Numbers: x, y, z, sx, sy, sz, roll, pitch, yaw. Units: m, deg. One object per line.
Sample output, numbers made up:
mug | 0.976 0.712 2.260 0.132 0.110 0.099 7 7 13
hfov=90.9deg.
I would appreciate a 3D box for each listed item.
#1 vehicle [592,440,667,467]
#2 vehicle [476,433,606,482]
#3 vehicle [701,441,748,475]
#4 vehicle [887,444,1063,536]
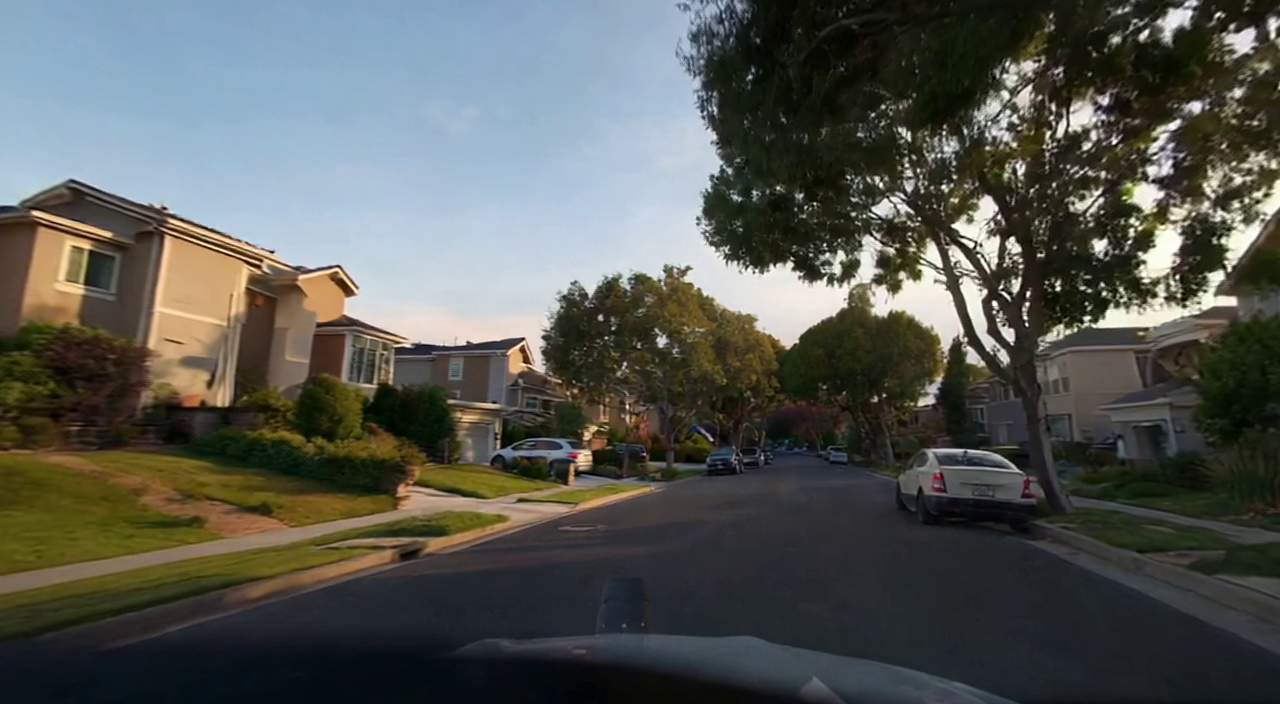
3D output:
vehicle | -0.659 6.505 40.544 4.414 1.658 1.988 -2 -9 14
vehicle | -3.783 4.010 24.238 4.480 1.740 1.988 -3 -9 20
vehicle | 4.566 5.613 33.373 1.974 1.664 4.539 -2 -10 13
vehicle | 6.194 2.507 12.298 1.996 1.409 4.446 -2 -9 15
